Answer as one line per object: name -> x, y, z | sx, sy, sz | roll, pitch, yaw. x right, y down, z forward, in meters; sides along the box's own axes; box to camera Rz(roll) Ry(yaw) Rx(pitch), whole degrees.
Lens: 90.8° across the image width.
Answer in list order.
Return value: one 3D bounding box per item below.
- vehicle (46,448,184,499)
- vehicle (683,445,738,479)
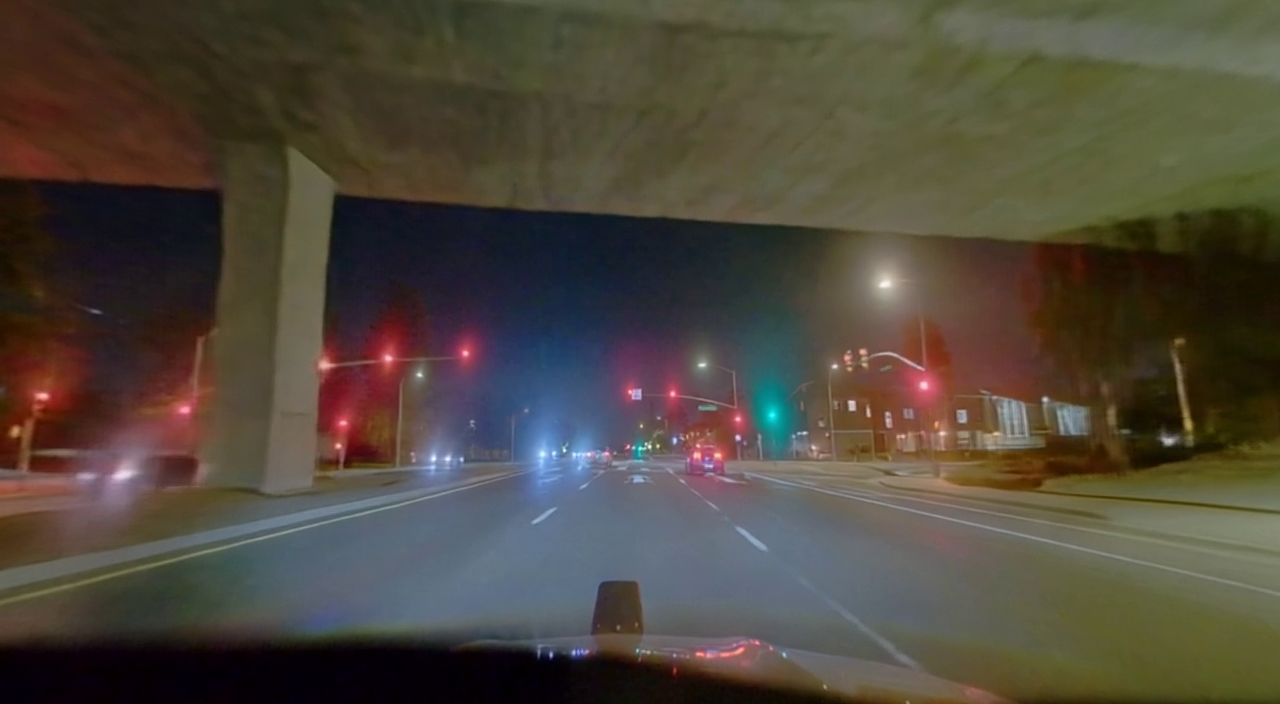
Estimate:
vehicle -> -20.542, 4.714, 24.984 | 1.918, 1.790, 4.081 | 1, -8, -1
vehicle -> 3.298, 5.256, 30.437 | 2.068, 1.497, 4.247 | 0, -8, -1
